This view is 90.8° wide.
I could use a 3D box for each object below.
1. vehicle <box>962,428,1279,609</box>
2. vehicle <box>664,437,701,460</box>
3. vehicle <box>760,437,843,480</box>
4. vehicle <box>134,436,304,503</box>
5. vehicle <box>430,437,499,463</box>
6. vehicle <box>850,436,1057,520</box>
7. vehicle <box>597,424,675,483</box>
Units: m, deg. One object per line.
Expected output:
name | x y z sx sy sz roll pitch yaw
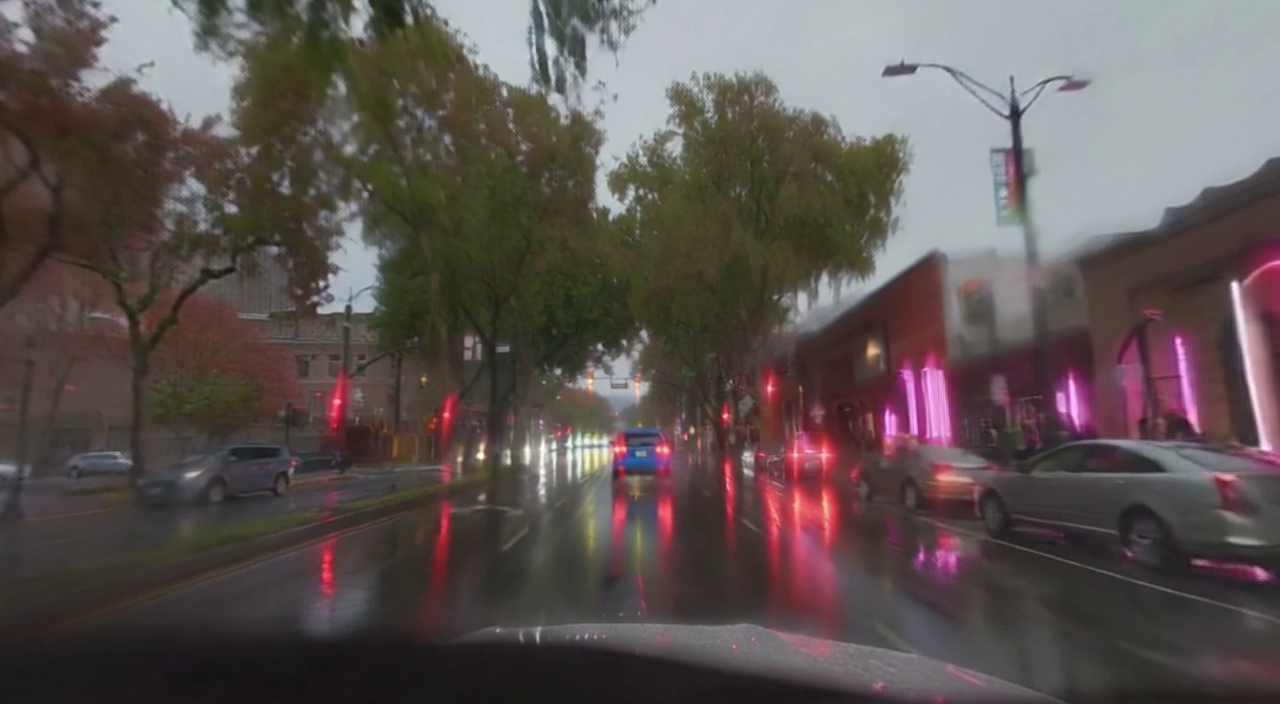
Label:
vehicle | 6.157 1.729 7.649 2.048 1.484 4.709 0 -8 0
vehicle | 2.897 6.718 44.010 2.209 1.478 4.138 0 -8 -1
vehicle | 6.100 4.074 24.482 1.986 1.515 4.265 0 -8 -1
vehicle | -14.057 3.909 21.637 2.197 1.985 5.183 0 -8 0
vehicle | -12.539 7.009 45.102 4.427 1.757 2.125 -4 -9 25
vehicle | 6.218 2.528 13.292 1.964 1.429 4.515 0 -8 -1
vehicle | -0.164 3.464 21.768 2.382 1.796 4.610 0 -8 -1
